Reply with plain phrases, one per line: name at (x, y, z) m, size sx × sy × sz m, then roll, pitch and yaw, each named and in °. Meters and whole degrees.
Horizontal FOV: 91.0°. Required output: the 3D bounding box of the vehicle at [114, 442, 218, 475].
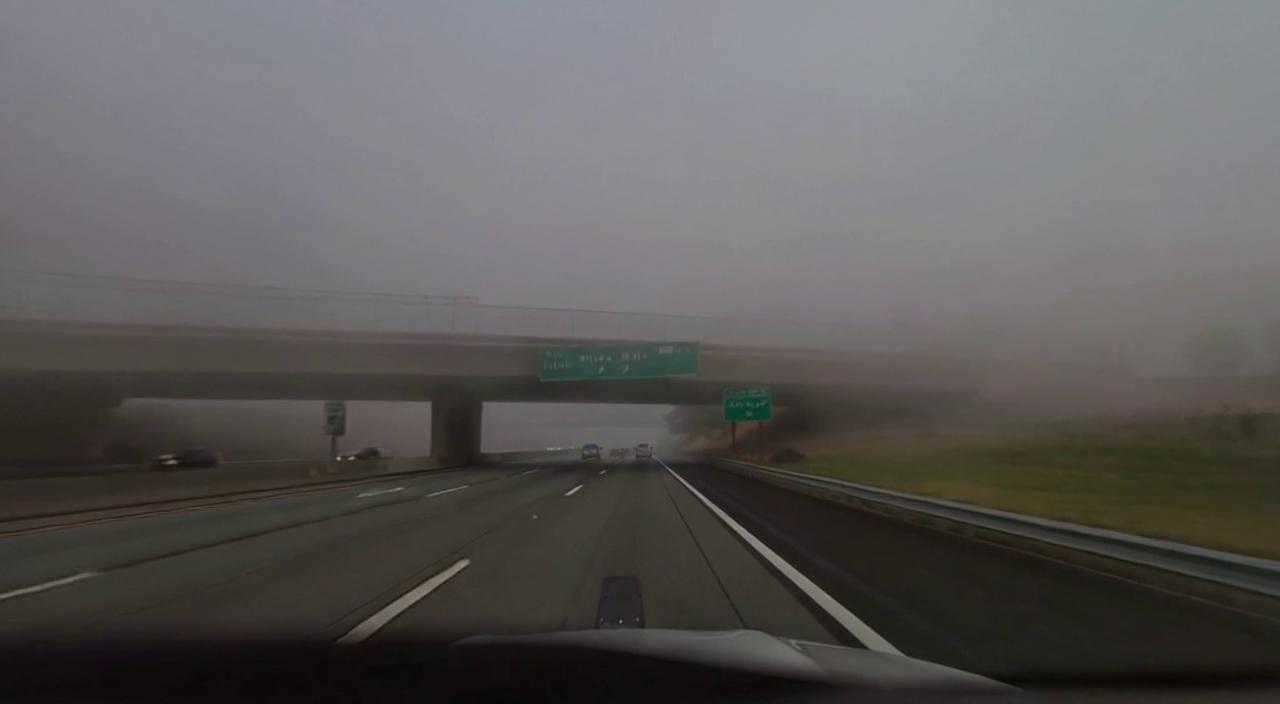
vehicle at (-31.912, 7.189, 42.704) m, size 2.228 × 2.038 × 6.039 m, roll 0°, pitch -9°, yaw 1°
